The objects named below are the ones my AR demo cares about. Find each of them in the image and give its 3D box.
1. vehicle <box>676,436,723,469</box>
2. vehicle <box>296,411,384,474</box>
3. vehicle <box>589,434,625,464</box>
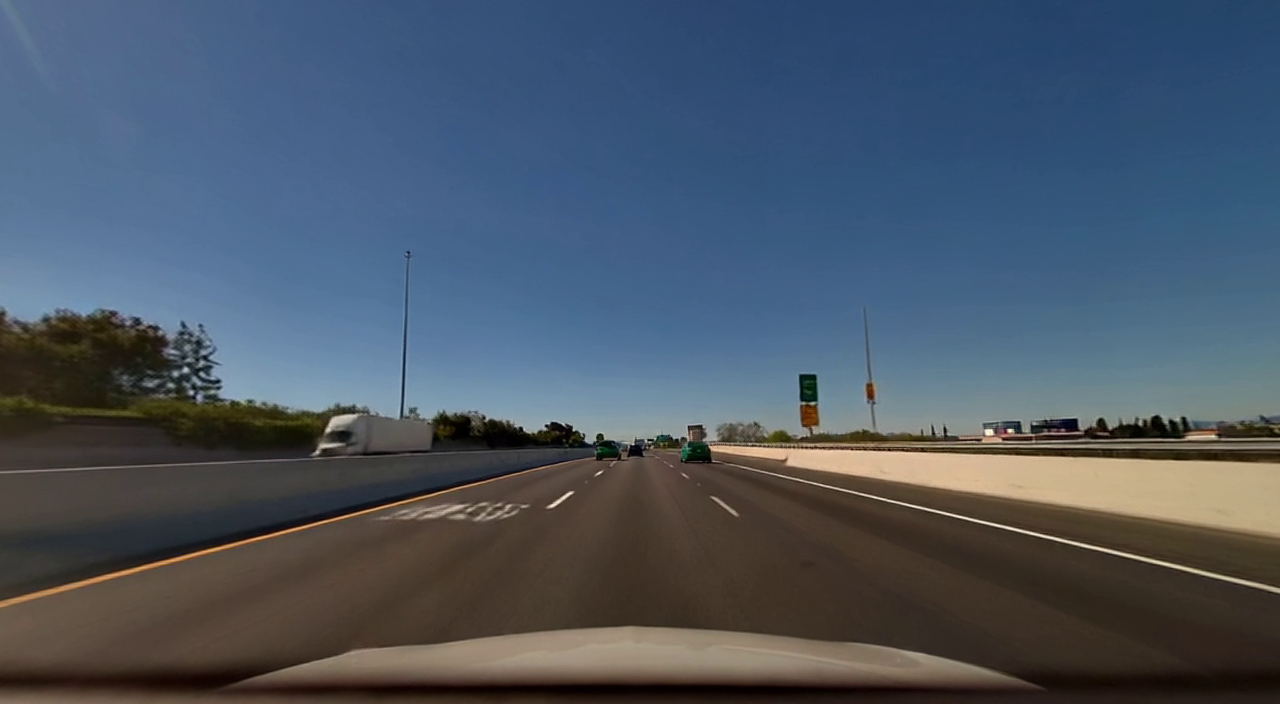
[{"bbox_3d":[3.242,5.563,34.928,2.202,1.682,4.188,0,-8,0],"label":"vehicle"},{"bbox_3d":[-20.948,6.414,44.279,3.001,4.075,6.135,0,-9,0],"label":"vehicle"},{"bbox_3d":[-2.385,7.175,46.556,2.291,2.052,4.887,0,-8,2],"label":"vehicle"}]
